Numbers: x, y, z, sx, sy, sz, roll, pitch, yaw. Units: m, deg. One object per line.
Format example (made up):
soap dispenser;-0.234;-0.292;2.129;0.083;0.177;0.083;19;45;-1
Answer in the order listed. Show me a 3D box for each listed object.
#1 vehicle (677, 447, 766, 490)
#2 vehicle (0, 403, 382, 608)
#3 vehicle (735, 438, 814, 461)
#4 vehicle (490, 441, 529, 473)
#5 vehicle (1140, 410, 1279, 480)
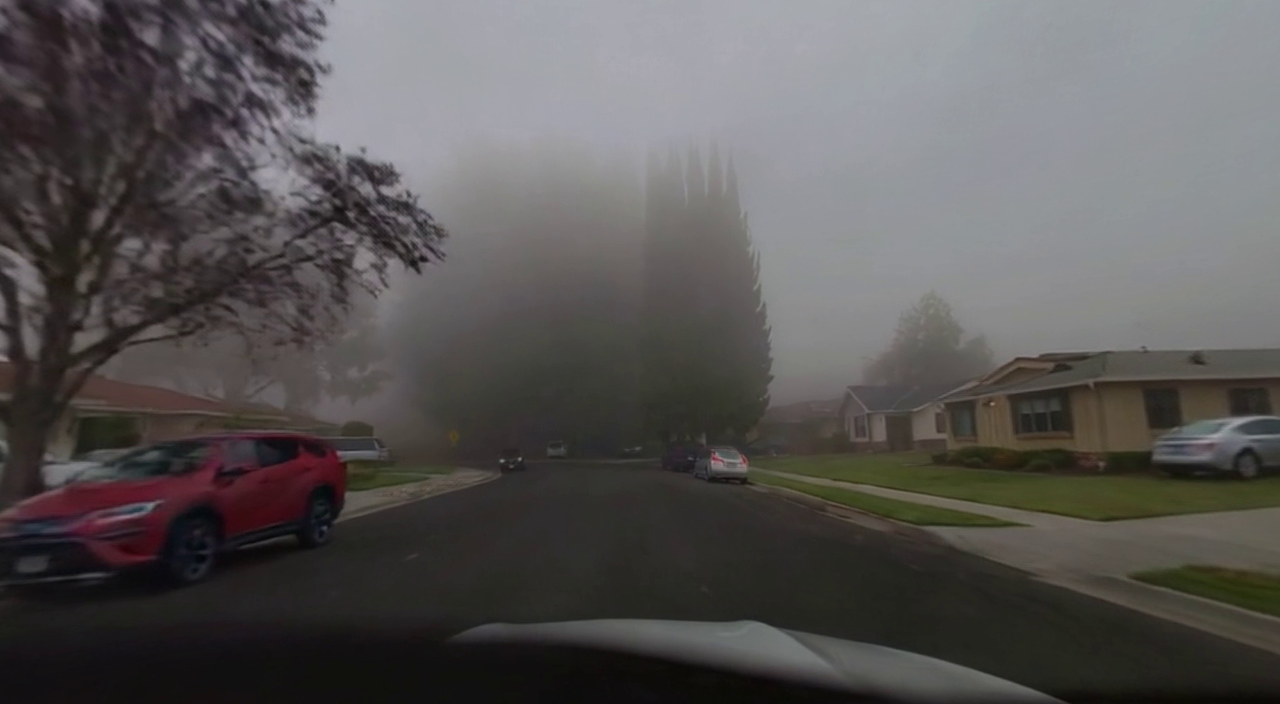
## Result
vehicle;2.997;4.414;24.353;1.984;1.437;4.726;1;-9;-11
vehicle;-5.411;1.743;8.284;2.215;1.859;4.765;1;-8;-3
vehicle;9.117;6.560;42.801;4.940;1.477;2.015;3;-8;-21
vehicle;-8.344;6.644;40.225;1.976;1.855;4.299;3;-8;-16
vehicle;14.414;2.184;14.885;4.488;1.454;1.944;3;-9;-20
